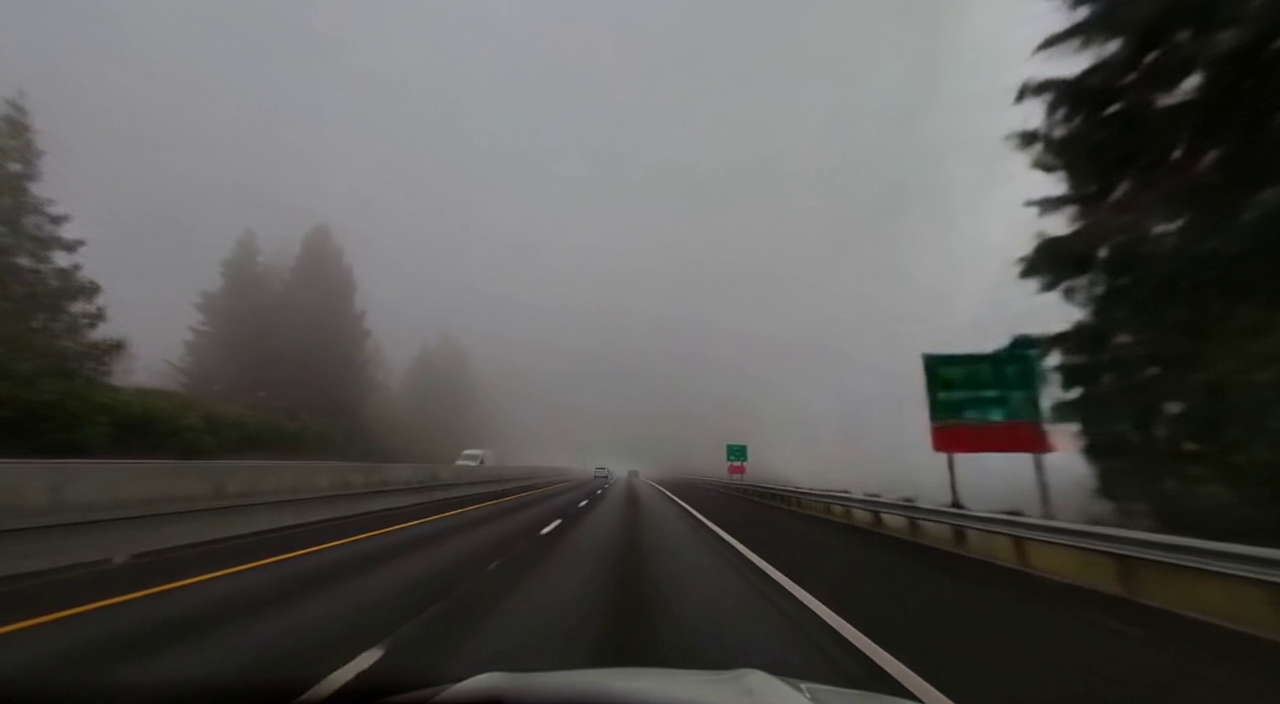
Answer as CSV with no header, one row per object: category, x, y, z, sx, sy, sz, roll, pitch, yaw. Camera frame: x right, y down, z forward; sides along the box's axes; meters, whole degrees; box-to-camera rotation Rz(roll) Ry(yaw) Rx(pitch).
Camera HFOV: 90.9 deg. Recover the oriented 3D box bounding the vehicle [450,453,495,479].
vehicle,-12.923,8.837,48.835,2.148,1.890,4.919,1,-10,-1
